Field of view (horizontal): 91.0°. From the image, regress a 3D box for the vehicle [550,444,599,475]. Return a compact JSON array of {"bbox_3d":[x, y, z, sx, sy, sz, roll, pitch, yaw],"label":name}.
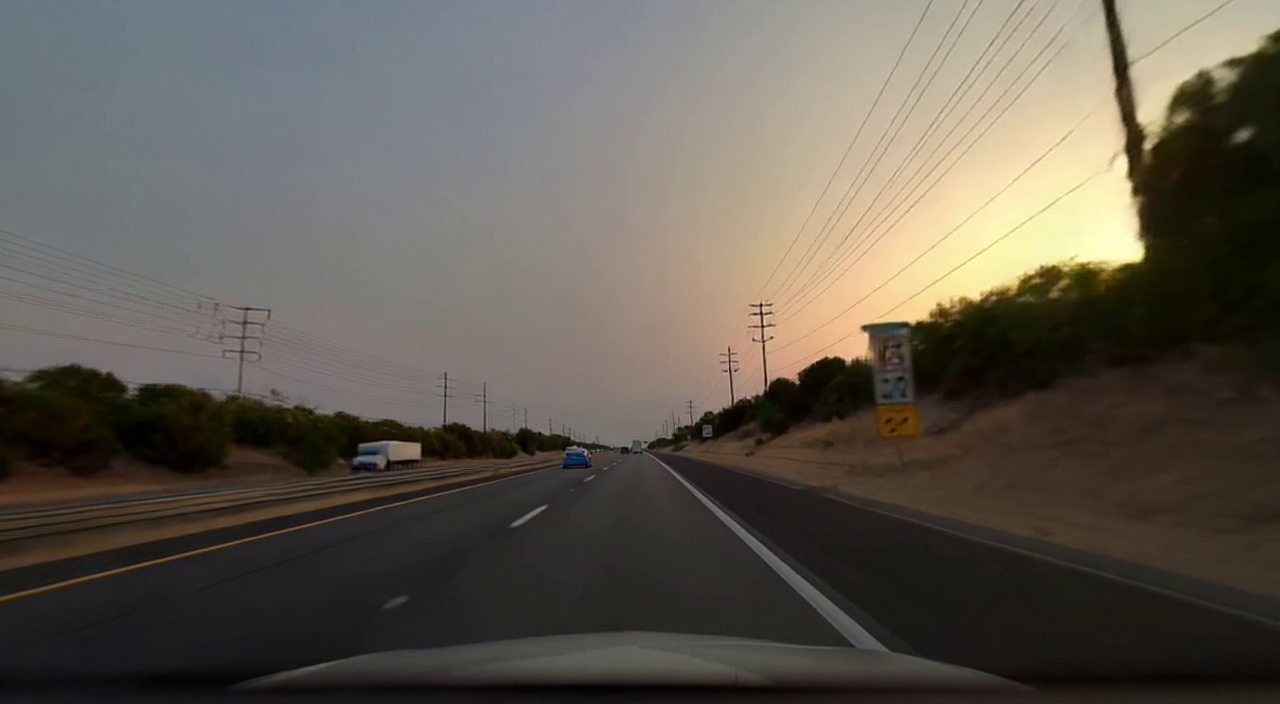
[{"bbox_3d":[-3.437,5.735,33.907,2.106,1.543,4.465,0,-9,1],"label":"vehicle"}]
